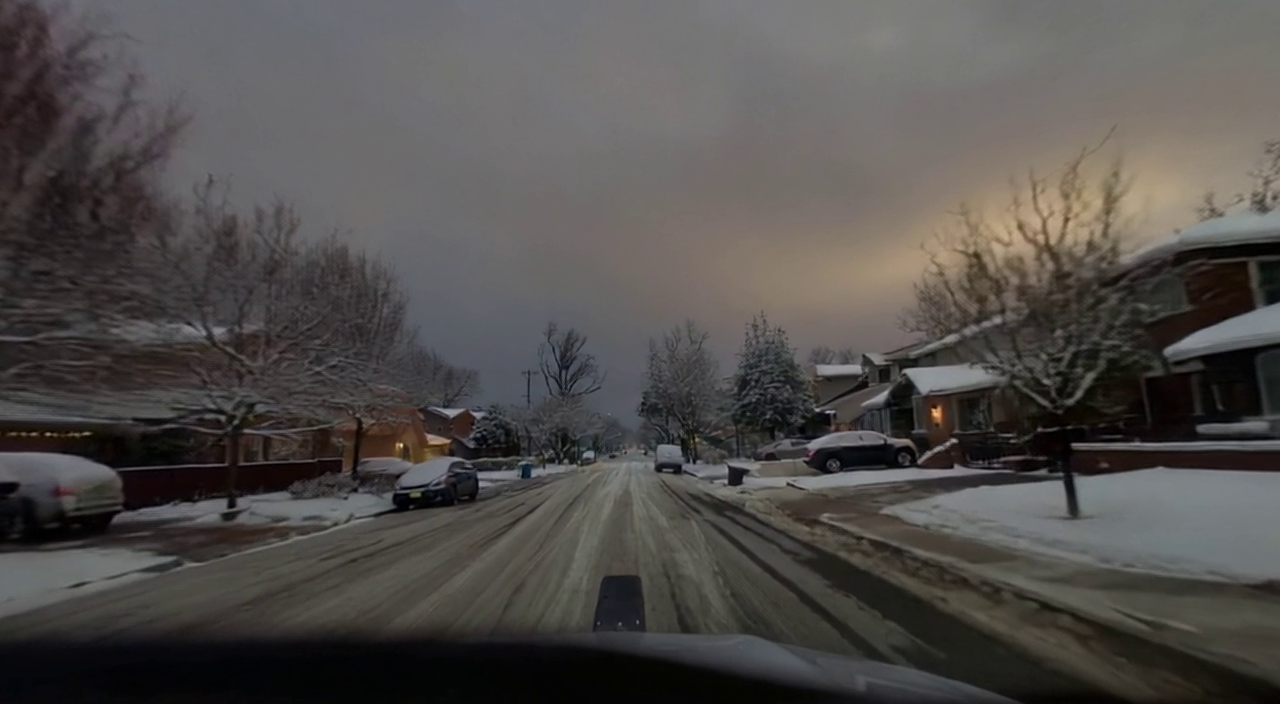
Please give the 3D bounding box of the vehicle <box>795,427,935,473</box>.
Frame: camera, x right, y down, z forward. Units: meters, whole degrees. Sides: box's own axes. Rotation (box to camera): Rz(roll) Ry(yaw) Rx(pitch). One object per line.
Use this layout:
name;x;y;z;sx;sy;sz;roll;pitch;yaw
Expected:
vehicle;8.556;3.758;24.309;4.599;1.652;1.903;0;-9;-3

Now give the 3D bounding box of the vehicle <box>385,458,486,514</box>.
vehicle;-6.170;4.060;19.512;1.878;1.496;3.535;-1;-9;0

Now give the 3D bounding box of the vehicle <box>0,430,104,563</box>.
vehicle;-12.281;2.373;10.496;4.753;2.028;2.079;-1;-9;0

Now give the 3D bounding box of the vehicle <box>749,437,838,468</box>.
vehicle;8.422;5.557;34.988;4.331;1.570;2.009;0;-9;-2

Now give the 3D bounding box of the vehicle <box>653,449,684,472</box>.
vehicle;1.886;7.395;43.277;2.022;1.483;4.565;-1;-9;1
